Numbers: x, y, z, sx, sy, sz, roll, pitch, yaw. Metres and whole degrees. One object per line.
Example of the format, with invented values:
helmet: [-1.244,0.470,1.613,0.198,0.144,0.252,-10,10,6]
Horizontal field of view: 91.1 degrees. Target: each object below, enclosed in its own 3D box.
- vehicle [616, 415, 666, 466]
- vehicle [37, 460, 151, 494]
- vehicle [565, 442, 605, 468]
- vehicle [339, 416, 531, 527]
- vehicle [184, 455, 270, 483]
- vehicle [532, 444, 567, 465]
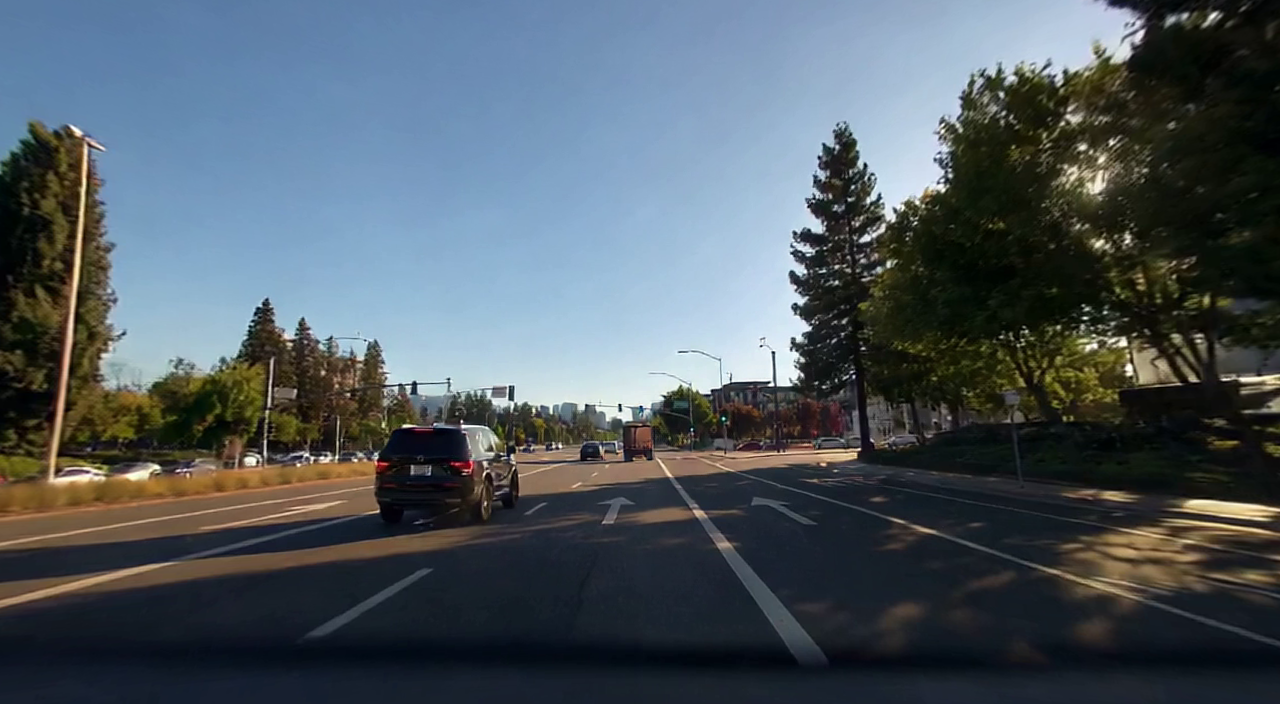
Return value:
vehicle: [0.153,5.745,40.628,2.993,3.051,6.692,0,-8,2]
vehicle: [-28.620,6.544,33.149,1.828,1.499,4.619,0,-9,1]
vehicle: [-3.270,6.241,38.149,2.023,1.483,4.143,0,-9,1]
vehicle: [-3.834,2.348,12.936,2.178,1.826,4.933,0,-8,1]
vehicle: [-24.763,7.010,37.837,2.013,1.517,4.567,0,-9,1]
vehicle: [-6.696,7.587,46.742,1.933,1.477,4.119,0,-8,1]
